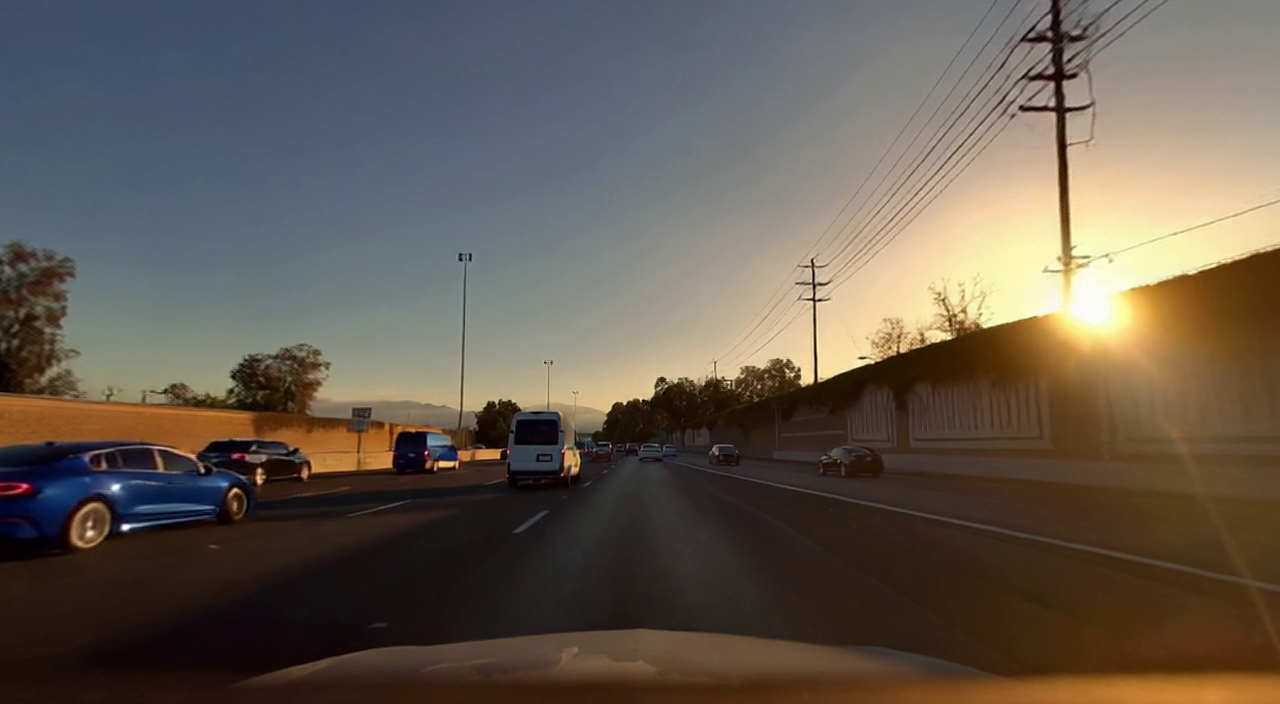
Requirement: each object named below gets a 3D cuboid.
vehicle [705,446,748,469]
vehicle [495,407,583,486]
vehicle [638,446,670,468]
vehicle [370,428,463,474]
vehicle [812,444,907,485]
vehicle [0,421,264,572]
[{"bbox_3d":[6.086,7.473,44.734,2.095,1.504,4.536,0,-9,-4],"label":"vehicle"},{"bbox_3d":[-3.692,3.642,24.381,2.395,2.660,5.827,0,-9,0],"label":"vehicle"},{"bbox_3d":[0.965,7.445,44.821,2.084,1.492,4.137,0,-9,-1],"label":"vehicle"},{"bbox_3d":[-11.425,5.143,32.889,2.596,2.162,6.328,0,-9,0],"label":"vehicle"},{"bbox_3d":[8.623,4.451,25.200,2.052,1.470,4.364,0,-9,-3],"label":"vehicle"},{"bbox_3d":[-7.543,1.823,8.691,1.967,1.525,4.458,0,-9,-1],"label":"vehicle"}]
